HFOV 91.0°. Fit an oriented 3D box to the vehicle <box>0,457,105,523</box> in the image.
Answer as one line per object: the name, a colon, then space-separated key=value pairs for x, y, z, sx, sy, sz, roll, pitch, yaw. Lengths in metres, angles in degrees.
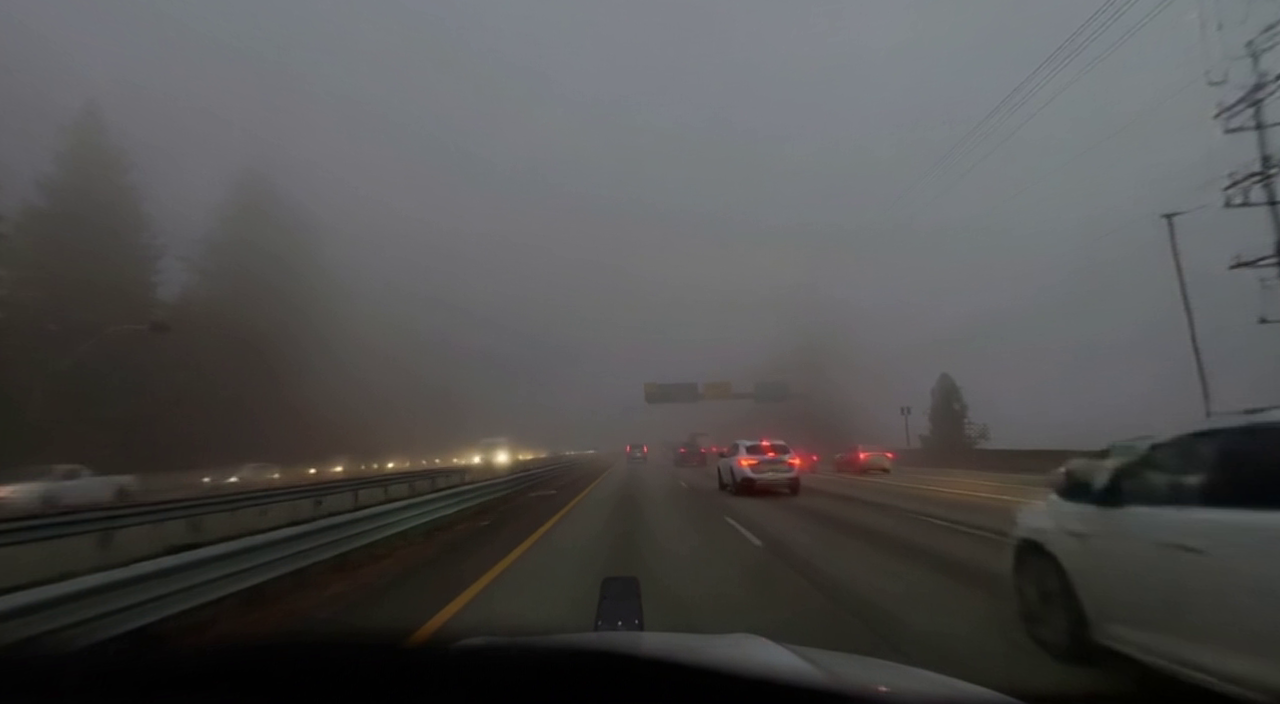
vehicle: x=-19.031 y=4.099 z=18.848 sx=1.920 sy=1.758 sz=4.611 roll=0 pitch=-8 yaw=0

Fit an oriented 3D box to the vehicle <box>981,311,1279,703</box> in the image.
vehicle: x=3.602 y=0.705 z=2.118 sx=2.138 sy=1.826 sz=4.783 roll=0 pitch=-8 yaw=-1

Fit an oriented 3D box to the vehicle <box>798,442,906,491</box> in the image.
vehicle: x=6.876 y=3.746 z=20.971 sx=1.992 sy=1.431 sz=4.506 roll=0 pitch=-8 yaw=0

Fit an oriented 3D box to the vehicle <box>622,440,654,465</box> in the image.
vehicle: x=-0.153 y=7.636 z=47.779 sx=2.314 sy=1.796 sz=4.254 roll=0 pitch=-8 yaw=-1

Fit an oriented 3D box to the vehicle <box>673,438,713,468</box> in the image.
vehicle: x=3.525 y=6.791 z=42.494 sx=2.095 sy=1.886 sz=4.727 roll=0 pitch=-8 yaw=-2

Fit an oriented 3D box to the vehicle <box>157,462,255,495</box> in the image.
vehicle: x=-23.019 y=6.699 z=33.651 sx=1.855 sy=1.462 sz=4.718 roll=0 pitch=-8 yaw=0

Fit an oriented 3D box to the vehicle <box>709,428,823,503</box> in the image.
vehicle: x=3.266 y=3.044 z=17.305 sx=2.111 sy=1.755 sz=4.459 roll=0 pitch=-8 yaw=-1

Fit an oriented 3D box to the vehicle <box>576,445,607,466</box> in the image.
vehicle: x=-3.663 y=7.904 z=48.228 sx=2.051 sy=1.510 sz=4.373 roll=0 pitch=-8 yaw=0
